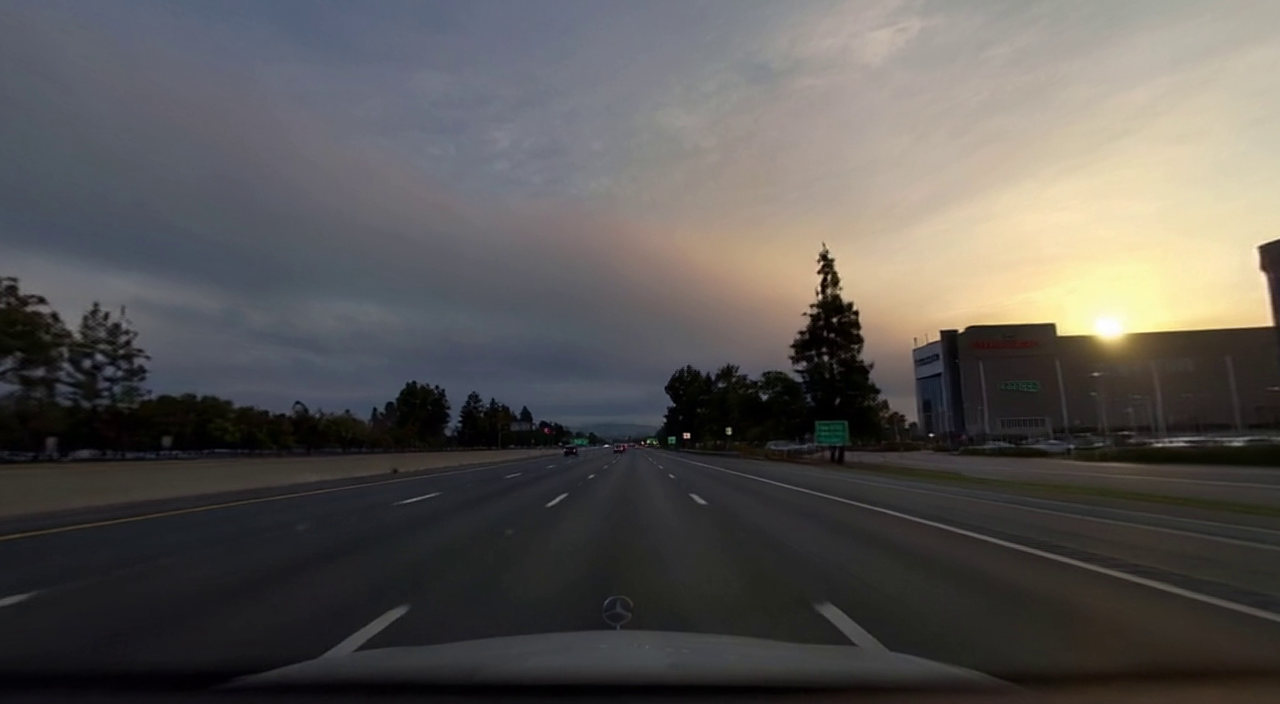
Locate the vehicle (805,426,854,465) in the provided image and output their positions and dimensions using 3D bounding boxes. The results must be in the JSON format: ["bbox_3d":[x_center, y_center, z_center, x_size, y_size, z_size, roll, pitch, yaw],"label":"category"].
[{"bbox_3d":[14.575,7.190,48.631,2.312,2.875,2.697,3,-10,-20],"label":"vehicle"}]
